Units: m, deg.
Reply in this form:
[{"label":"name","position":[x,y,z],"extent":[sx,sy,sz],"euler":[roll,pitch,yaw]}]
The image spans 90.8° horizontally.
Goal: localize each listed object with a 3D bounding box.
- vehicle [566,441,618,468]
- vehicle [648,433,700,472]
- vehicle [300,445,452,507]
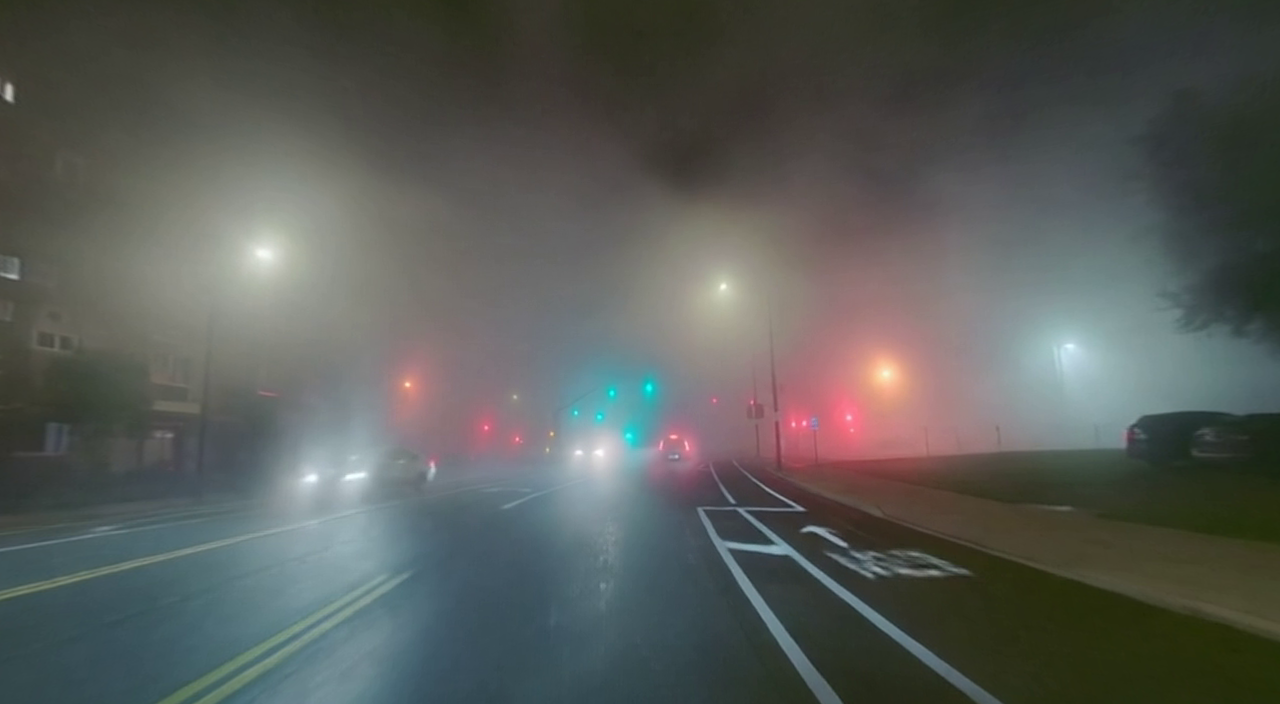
[{"label":"vehicle","position":[-3.281,7.150,44.348],"extent":[2.183,1.699,4.974],"euler":[-4,-8,13]},{"label":"vehicle","position":[1.801,5.063,32.111],"extent":[2.230,1.827,4.298],"euler":[-1,-9,9]},{"label":"vehicle","position":[-7.093,3.347,17.656],"extent":[1.939,1.484,4.645],"euler":[-1,-8,5]}]
